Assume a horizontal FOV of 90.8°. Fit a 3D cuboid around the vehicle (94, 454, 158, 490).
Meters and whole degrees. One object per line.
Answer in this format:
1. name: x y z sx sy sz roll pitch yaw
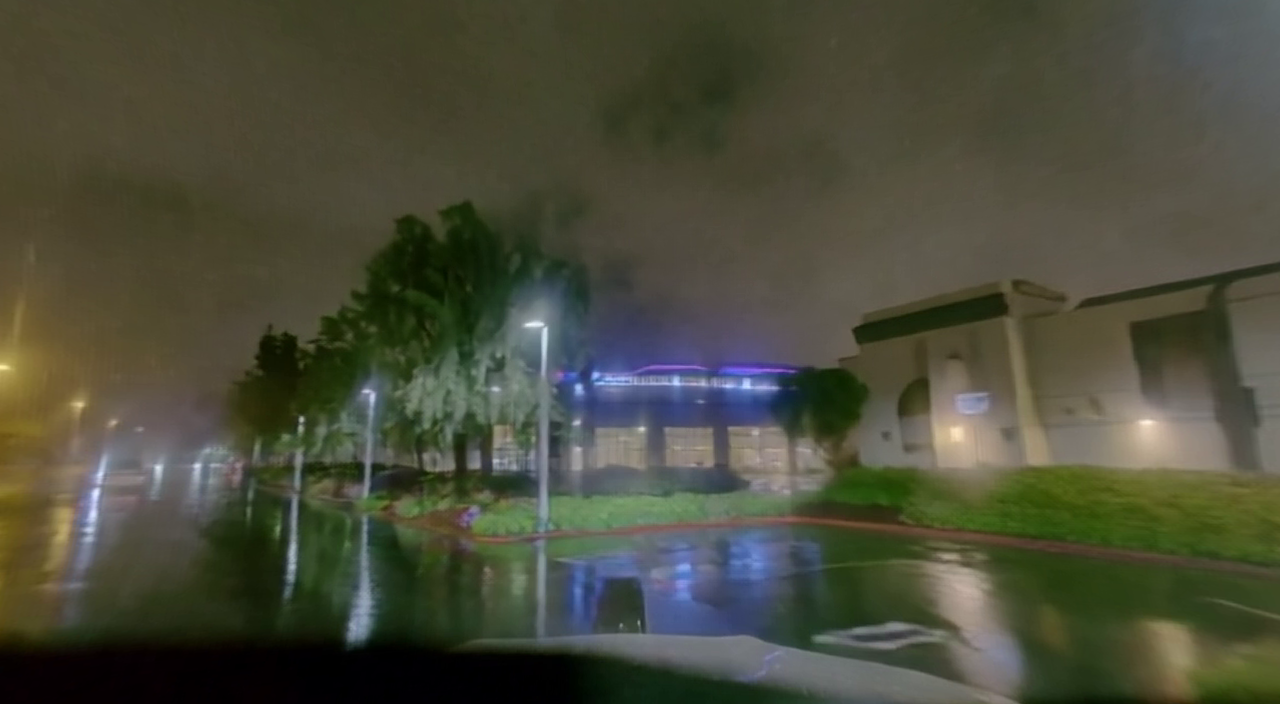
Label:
1. vehicle: -28.916 6.724 35.710 2.180 1.806 4.541 5 -10 -32
